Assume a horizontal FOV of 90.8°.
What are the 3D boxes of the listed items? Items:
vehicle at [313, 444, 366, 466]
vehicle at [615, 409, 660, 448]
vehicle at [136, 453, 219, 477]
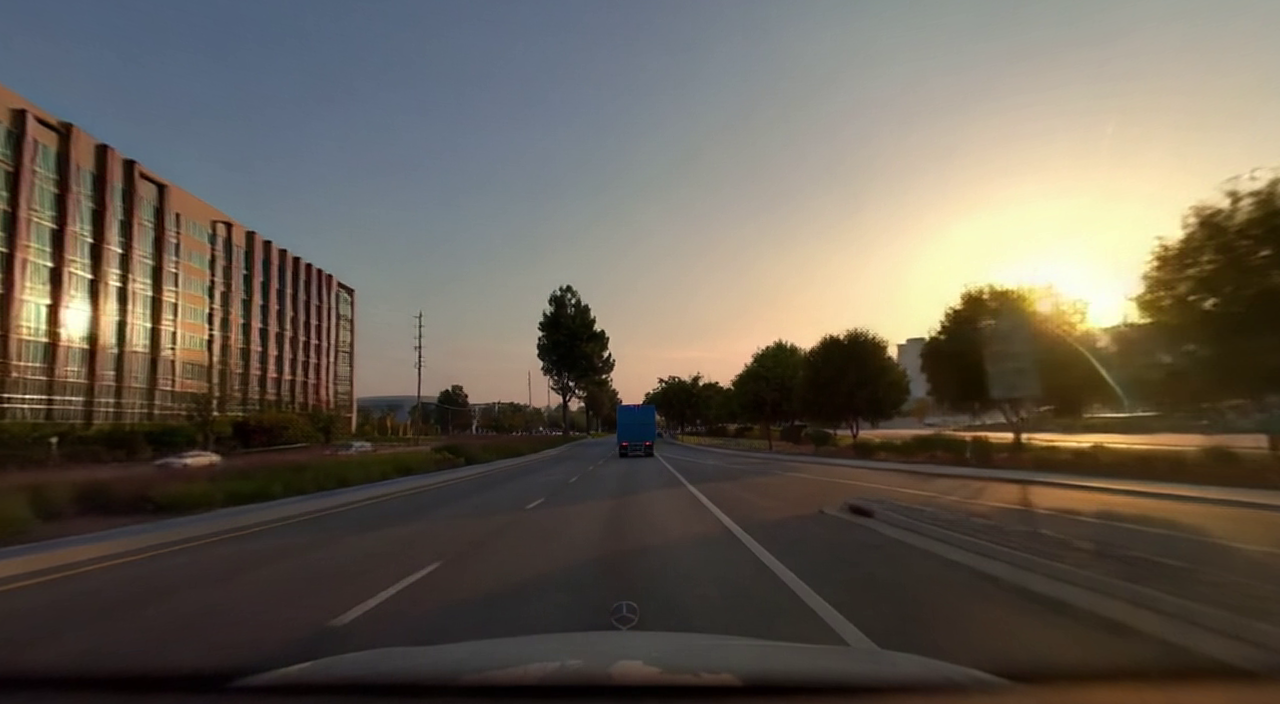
[{"bbox_3d":[-20.613,7.064,43.501,1.744,1.467,3.945,0,-9,0],"label":"vehicle"},{"bbox_3d":[-0.218,4.072,33.066,2.178,1.829,4.932,0,-9,-3],"label":"vehicle"},{"bbox_3d":[-31.294,7.654,42.954,1.949,1.501,4.566,-1,-9,5],"label":"vehicle"}]
